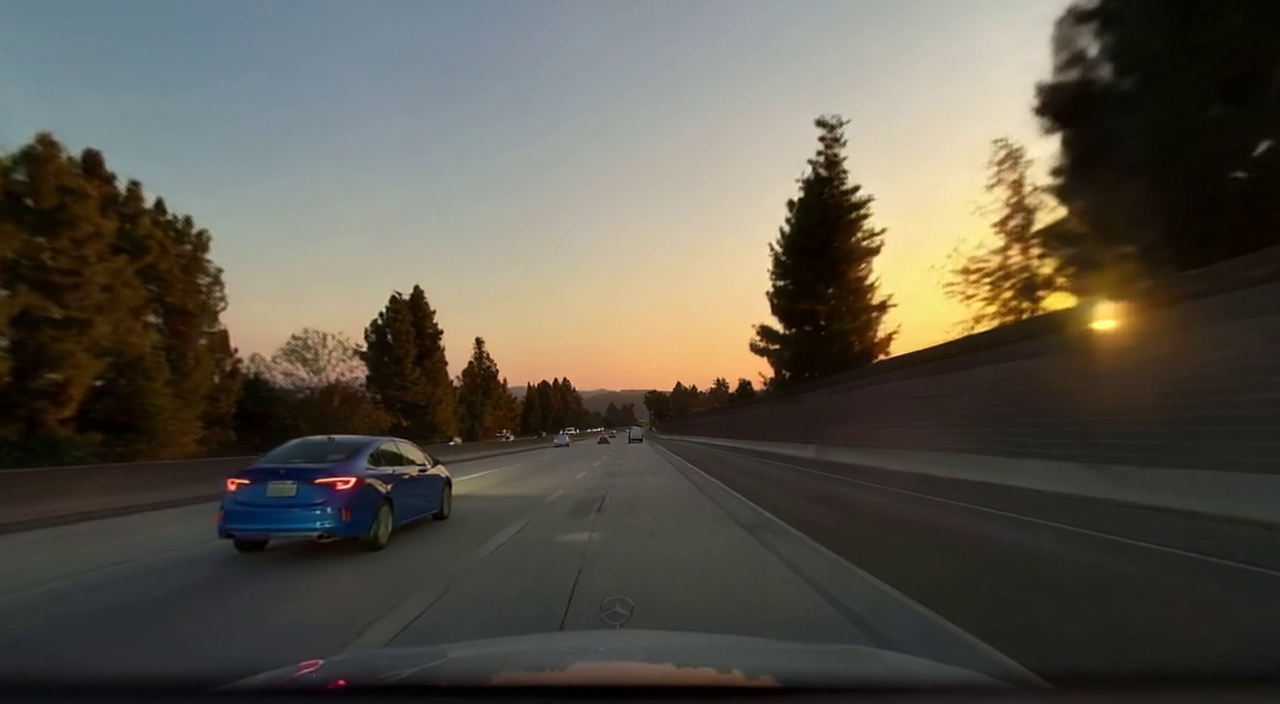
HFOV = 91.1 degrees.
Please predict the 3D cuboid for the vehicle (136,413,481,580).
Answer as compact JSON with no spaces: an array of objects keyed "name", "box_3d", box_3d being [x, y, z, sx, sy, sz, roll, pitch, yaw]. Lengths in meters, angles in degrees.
[{"name":"vehicle","box_3d":[-3.511,1.579,7.712,2.079,1.500,3.881,0,-8,0]}]
